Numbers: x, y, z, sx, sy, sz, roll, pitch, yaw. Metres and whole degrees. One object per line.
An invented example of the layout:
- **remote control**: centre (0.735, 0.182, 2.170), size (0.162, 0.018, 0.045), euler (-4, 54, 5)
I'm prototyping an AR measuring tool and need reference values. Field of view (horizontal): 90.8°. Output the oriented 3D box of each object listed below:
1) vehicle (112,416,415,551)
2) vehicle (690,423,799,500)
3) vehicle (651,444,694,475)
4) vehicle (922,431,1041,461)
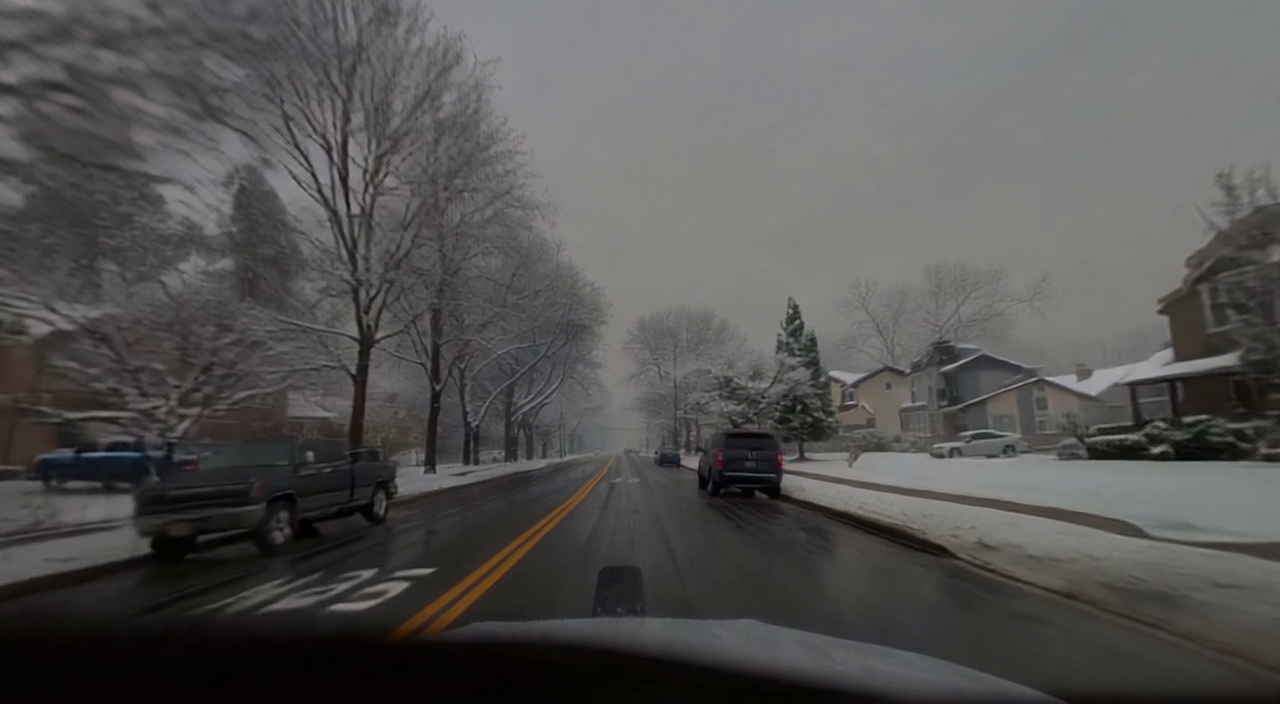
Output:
- **vehicle**: centre (-6.123, 2.245, 11.442), size (2.102, 1.801, 5.574), euler (-1, -9, -1)
- **vehicle**: centre (2.532, 2.794, 16.511), size (2.007, 1.702, 4.430), euler (0, -8, -1)
- **vehicle**: centre (1.756, 6.041, 35.728), size (1.988, 1.618, 4.567), euler (0, -8, -3)
- **vehicle**: centre (16.243, 4.482, 30.213), size (4.560, 1.350, 1.882), euler (-1, -8, 3)
